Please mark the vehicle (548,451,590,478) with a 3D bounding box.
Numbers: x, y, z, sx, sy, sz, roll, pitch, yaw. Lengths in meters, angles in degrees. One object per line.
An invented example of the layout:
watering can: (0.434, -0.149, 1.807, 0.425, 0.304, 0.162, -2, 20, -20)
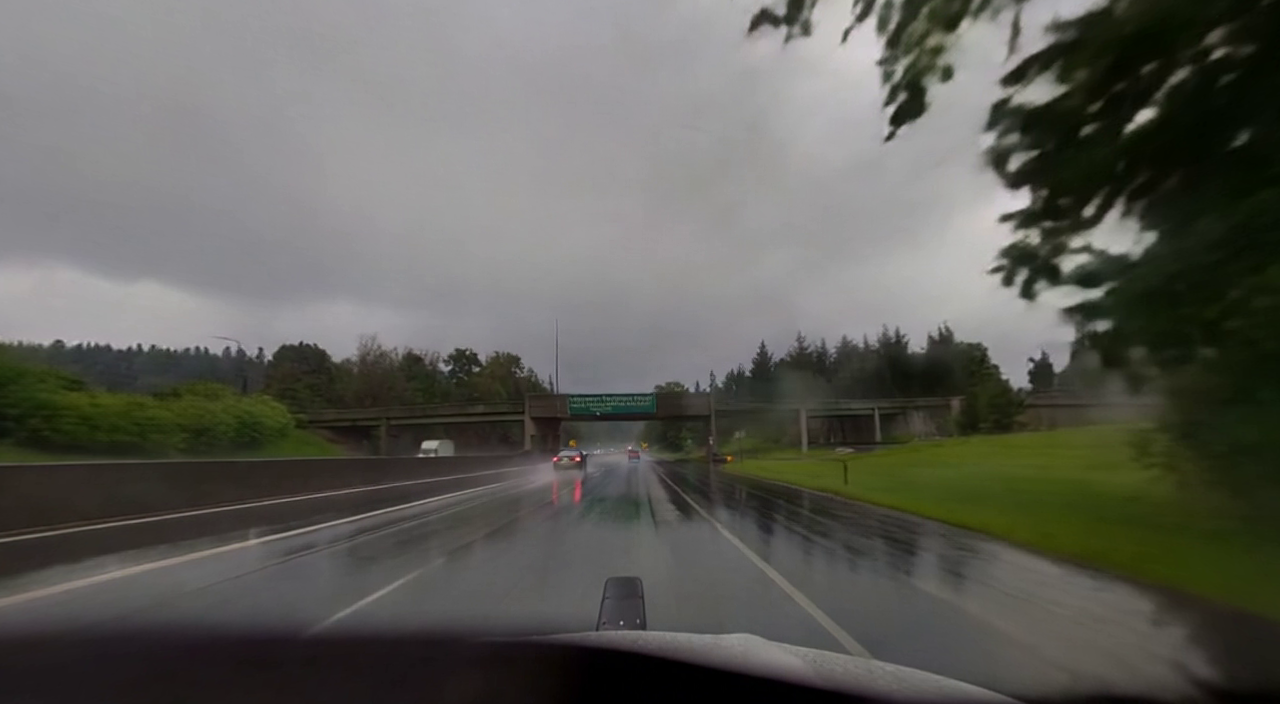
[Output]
vehicle: (-4.109, 6.577, 37.114, 1.992, 1.504, 4.117, 0, -9, 0)
